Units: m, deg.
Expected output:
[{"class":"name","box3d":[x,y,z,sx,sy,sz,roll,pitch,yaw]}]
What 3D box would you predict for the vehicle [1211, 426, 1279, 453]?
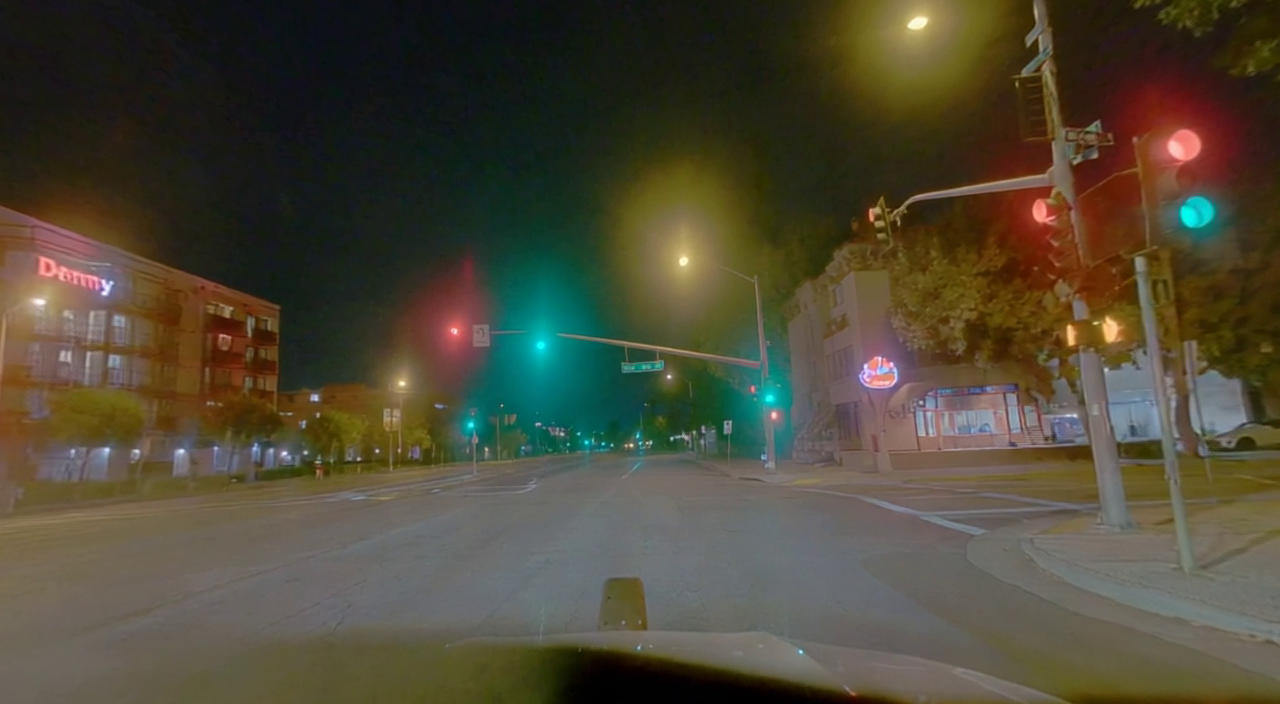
[{"class":"vehicle","box3d":[35.306,4.907,35.256,4.493,1.453,1.849,0,-8,2]}]
